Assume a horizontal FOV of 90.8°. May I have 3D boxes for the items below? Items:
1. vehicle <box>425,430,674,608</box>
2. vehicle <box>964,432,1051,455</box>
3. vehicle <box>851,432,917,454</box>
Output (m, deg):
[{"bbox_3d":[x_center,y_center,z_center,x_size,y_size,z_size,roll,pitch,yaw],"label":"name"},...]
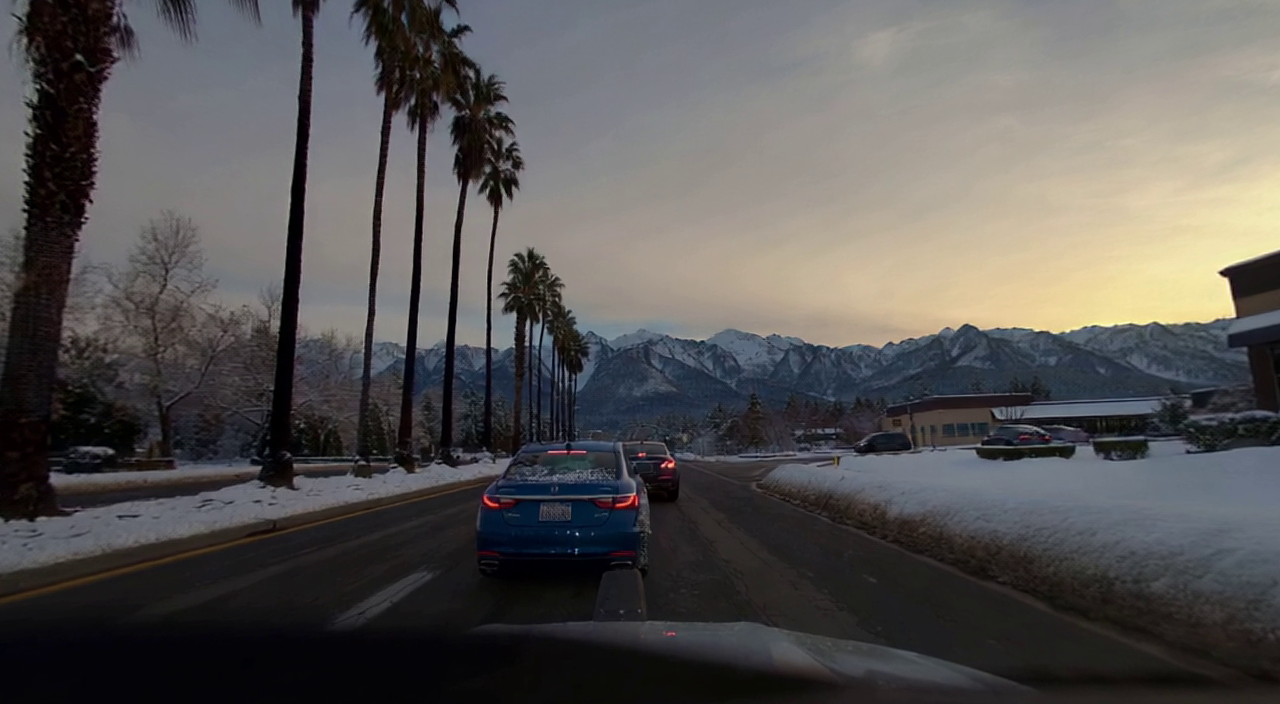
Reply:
[{"bbox_3d":[-0.827,1.685,7.294,2.067,1.459,3.886,0,-8,-2],"label":"vehicle"},{"bbox_3d":[24.706,6.179,42.584,4.640,1.526,1.961,0,-8,2],"label":"vehicle"},{"bbox_3d":[19.189,7.194,49.800,1.925,1.652,4.490,6,-10,-34],"label":"vehicle"}]
